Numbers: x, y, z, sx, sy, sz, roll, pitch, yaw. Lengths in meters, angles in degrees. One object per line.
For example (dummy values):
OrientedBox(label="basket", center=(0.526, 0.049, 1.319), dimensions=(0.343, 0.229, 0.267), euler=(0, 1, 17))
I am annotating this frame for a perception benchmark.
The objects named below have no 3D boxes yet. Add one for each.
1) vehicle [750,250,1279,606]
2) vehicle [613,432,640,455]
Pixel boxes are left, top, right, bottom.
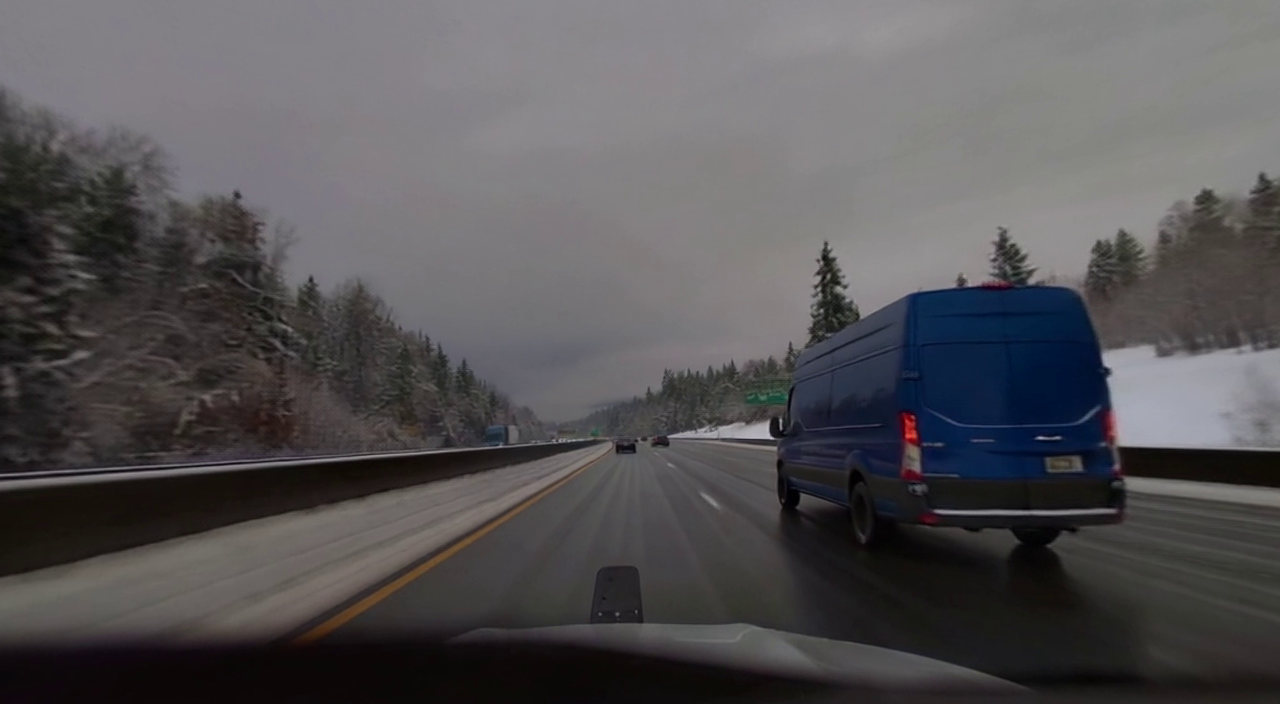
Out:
OrientedBox(label="vehicle", center=(3.359, 0.985, 8.217), dimensions=(2.416, 2.595, 7.243), euler=(0, -8, -1))
OrientedBox(label="vehicle", center=(-0.964, 6.546, 45.035), dimensions=(1.900, 1.524, 4.324), euler=(0, -8, -1))
